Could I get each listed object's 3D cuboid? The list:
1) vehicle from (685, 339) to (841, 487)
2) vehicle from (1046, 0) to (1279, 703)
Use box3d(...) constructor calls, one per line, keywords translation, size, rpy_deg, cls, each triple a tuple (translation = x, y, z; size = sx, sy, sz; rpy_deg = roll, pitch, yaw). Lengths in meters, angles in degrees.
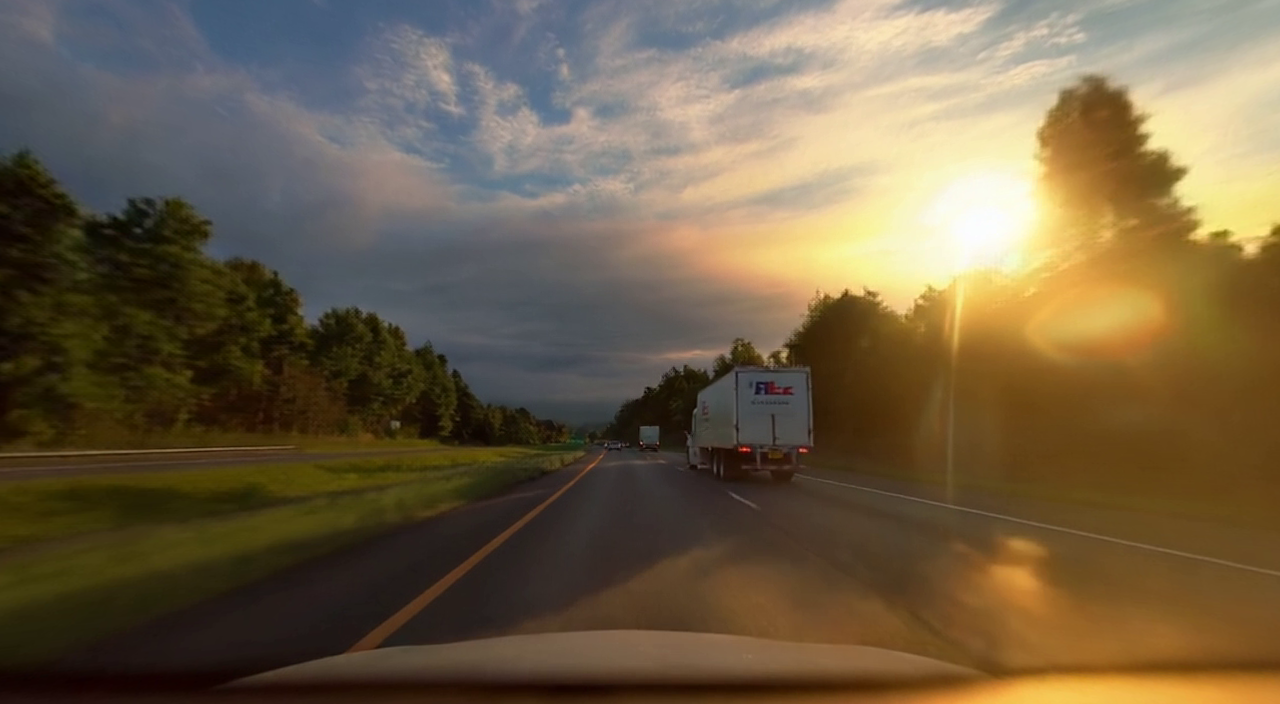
box3d(translation=(3.867, 2.637, 24.461), size=(2.871, 4.072, 14.183), rpy_deg=(0, -8, -1), cls="vehicle")
box3d(translation=(3.882, -0.578, 0.390), size=(3.029, 3.947, 5.924), rpy_deg=(0, -8, -1), cls="vehicle")
